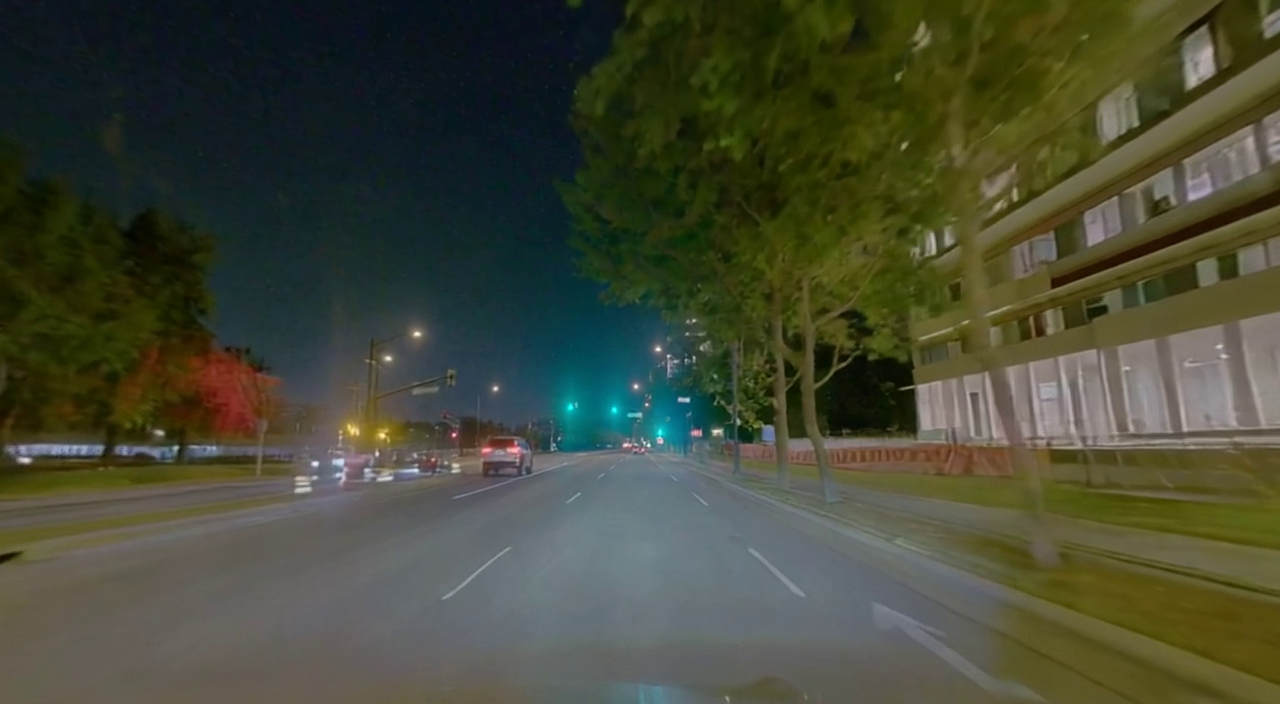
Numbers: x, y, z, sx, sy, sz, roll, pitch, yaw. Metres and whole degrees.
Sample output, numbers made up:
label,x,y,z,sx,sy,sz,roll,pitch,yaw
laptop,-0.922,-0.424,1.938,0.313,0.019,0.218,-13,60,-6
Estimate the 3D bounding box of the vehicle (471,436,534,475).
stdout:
label,x,y,z,sx,sy,sz,roll,pitch,yaw
vehicle,-6.545,4.986,30.537,2.076,1.724,4.188,0,-9,0
